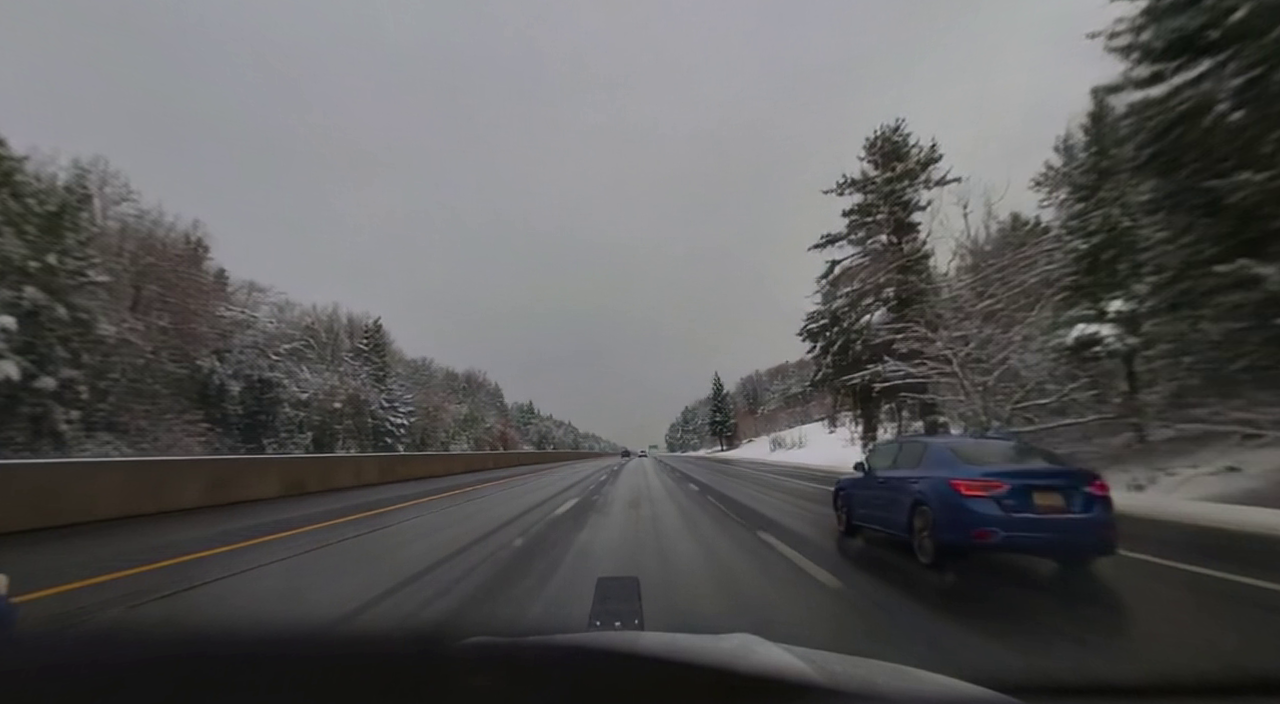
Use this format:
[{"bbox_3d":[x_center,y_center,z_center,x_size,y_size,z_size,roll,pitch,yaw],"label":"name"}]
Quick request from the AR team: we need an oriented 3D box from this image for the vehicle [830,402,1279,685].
[{"bbox_3d":[3.605,1.424,5.944,2.146,1.573,4.661,0,-8,0],"label":"vehicle"}]

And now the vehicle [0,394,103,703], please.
[{"bbox_3d":[-4.029,0.727,1.260,2.010,1.550,4.376,0,-9,0],"label":"vehicle"}]
